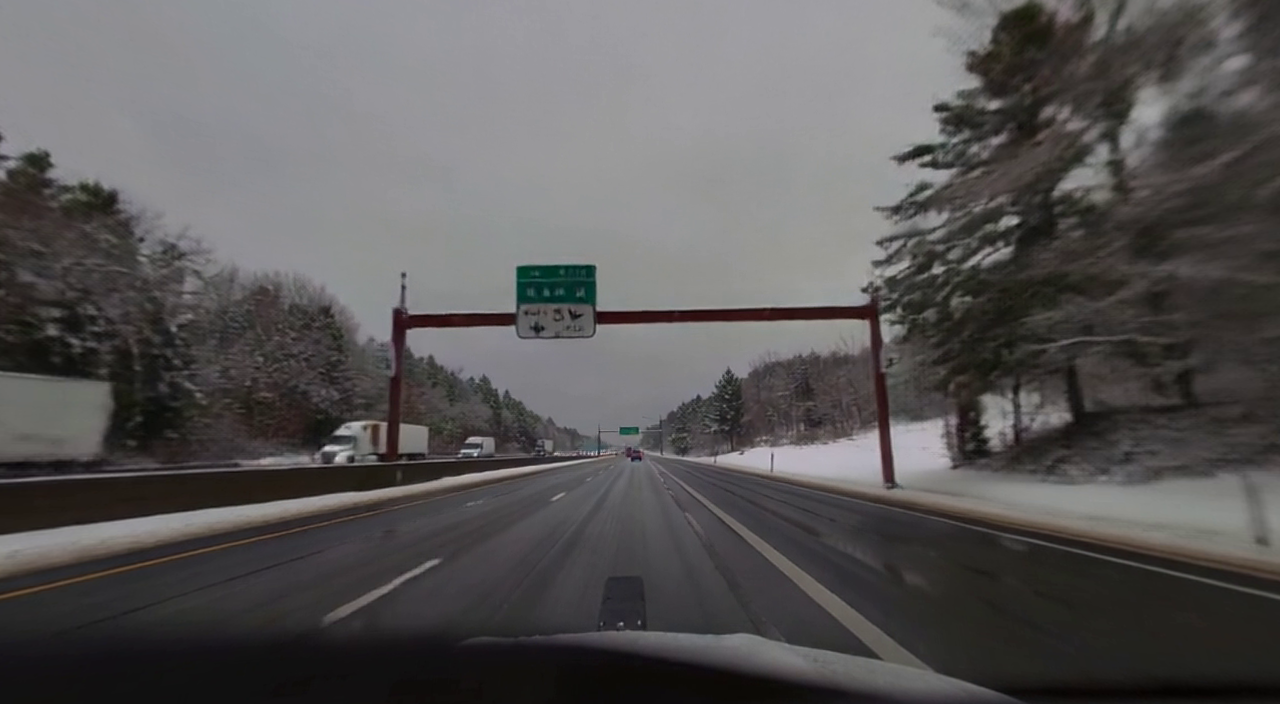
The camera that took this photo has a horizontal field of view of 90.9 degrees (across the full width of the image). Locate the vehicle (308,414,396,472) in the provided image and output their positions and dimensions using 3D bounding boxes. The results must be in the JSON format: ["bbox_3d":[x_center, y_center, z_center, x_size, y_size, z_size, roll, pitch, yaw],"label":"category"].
[{"bbox_3d":[-21.084,6.772,46.809,2.969,3.921,7.766,0,-9,-2],"label":"vehicle"}]

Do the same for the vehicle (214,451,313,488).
[{"bbox_3d":[-16.145,5.035,27.289,1.763,1.426,4.199,0,-9,-2],"label":"vehicle"}]
